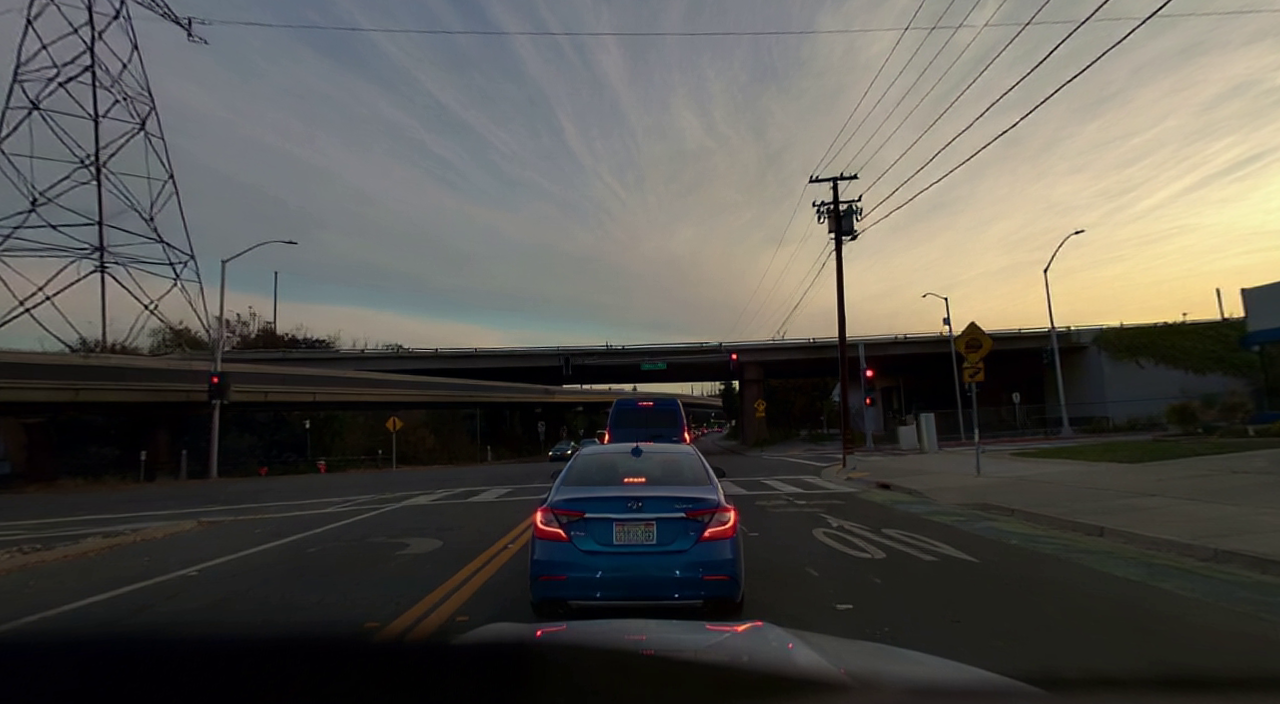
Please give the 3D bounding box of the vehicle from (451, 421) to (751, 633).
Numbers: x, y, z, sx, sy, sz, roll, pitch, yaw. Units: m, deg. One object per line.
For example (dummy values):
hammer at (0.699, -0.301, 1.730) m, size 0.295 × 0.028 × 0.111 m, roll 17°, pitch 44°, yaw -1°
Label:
vehicle at (-0.240, 1.527, 6.477) m, size 2.090 × 1.458 × 4.033 m, roll -1°, pitch -9°, yaw 1°
